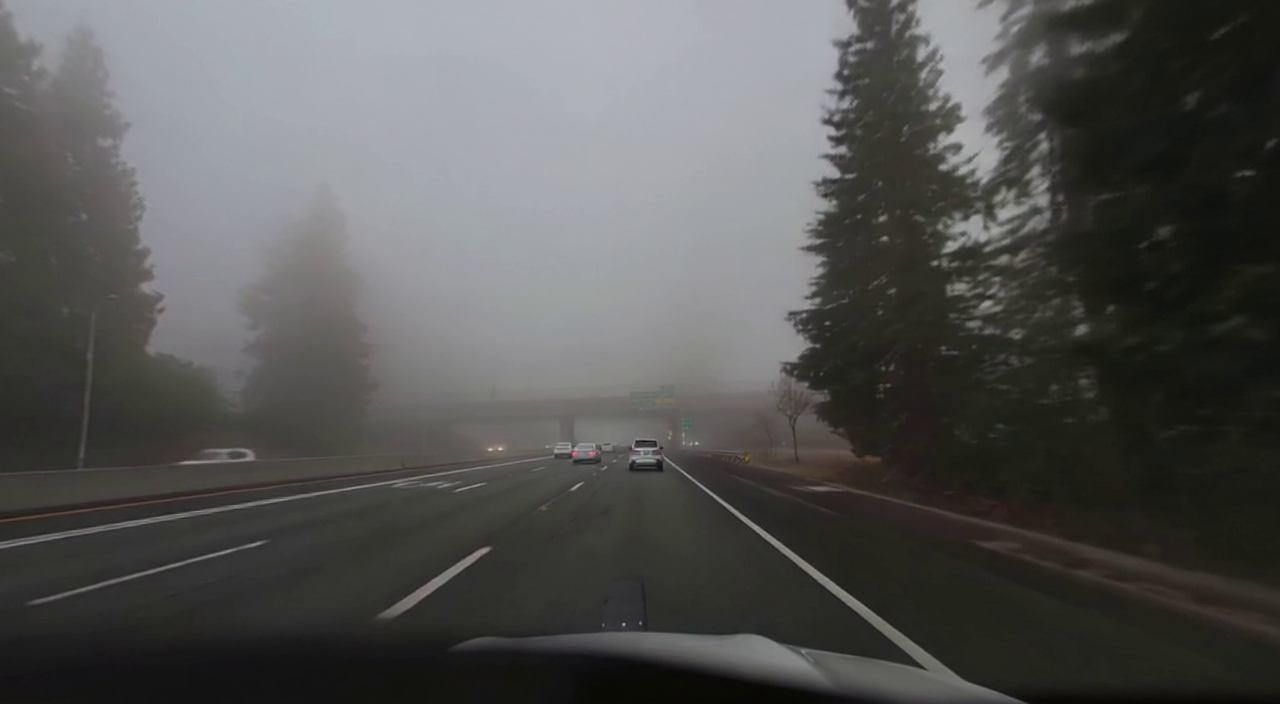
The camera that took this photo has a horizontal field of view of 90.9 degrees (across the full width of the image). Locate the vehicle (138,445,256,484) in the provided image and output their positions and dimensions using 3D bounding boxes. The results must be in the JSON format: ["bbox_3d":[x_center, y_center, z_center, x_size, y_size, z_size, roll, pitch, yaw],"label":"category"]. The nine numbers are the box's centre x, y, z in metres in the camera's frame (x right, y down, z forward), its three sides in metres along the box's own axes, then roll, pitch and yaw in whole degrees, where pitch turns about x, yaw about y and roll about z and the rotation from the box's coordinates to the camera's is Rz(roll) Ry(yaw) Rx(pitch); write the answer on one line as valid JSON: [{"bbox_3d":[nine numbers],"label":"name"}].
[{"bbox_3d":[-20.963,5.286,30.155,2.044,1.656,4.874,0,-8,0],"label":"vehicle"}]

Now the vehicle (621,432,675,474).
[{"bbox_3d":[0.315,4.397,27.638,2.152,1.697,4.066,0,-8,0],"label":"vehicle"}]

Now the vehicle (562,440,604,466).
[{"bbox_3d":[-3.381,6.092,38.158,2.056,1.464,4.564,0,-8,1],"label":"vehicle"}]
